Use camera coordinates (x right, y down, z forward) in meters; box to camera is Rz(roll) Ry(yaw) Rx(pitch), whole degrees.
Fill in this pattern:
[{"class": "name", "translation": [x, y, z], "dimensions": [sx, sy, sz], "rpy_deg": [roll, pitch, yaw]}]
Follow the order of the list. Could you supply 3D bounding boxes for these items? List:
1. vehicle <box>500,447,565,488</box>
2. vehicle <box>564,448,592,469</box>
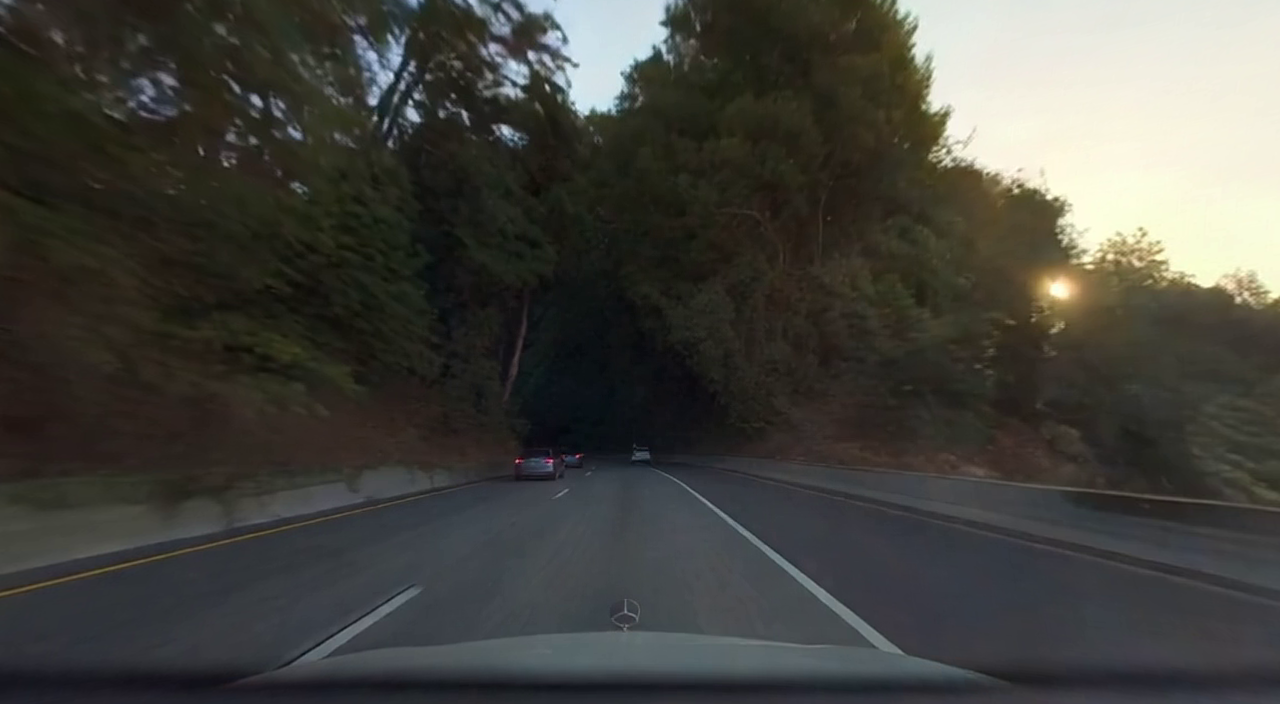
[{"class": "vehicle", "translation": [-4.177, 4.528, 25.081], "dimensions": [1.897, 1.481, 3.859], "rpy_deg": [0, -9, 0]}, {"class": "vehicle", "translation": [-4.761, 8.241, 49.010], "dimensions": [1.838, 1.508, 4.317], "rpy_deg": [0, -9, -1]}]
